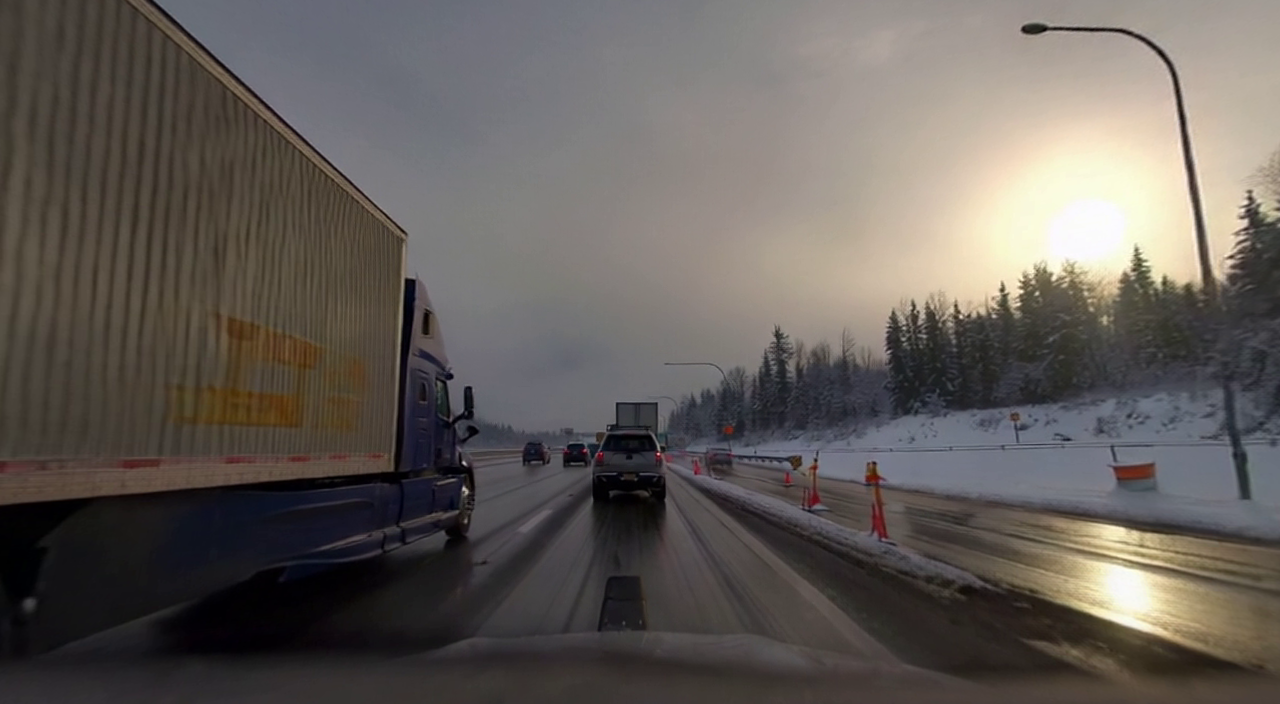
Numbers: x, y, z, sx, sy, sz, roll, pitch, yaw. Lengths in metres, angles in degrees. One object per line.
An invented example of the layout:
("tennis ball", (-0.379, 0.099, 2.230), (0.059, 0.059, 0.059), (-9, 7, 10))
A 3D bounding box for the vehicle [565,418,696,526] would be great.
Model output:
("vehicle", (-0.179, 2.284, 12.462), (2.152, 1.779, 3.924), (0, -9, -1))

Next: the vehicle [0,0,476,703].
("vehicle", (-3.816, 0.163, 4.451), (2.990, 3.885, 8.243), (0, -9, 0))

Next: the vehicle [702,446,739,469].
("vehicle", (5.519, 7.268, 43.808), (1.918, 1.479, 4.571), (0, -9, -1))

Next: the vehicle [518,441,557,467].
("vehicle", (-7.103, 7.088, 44.121), (1.950, 1.716, 4.436), (0, -9, 1))
